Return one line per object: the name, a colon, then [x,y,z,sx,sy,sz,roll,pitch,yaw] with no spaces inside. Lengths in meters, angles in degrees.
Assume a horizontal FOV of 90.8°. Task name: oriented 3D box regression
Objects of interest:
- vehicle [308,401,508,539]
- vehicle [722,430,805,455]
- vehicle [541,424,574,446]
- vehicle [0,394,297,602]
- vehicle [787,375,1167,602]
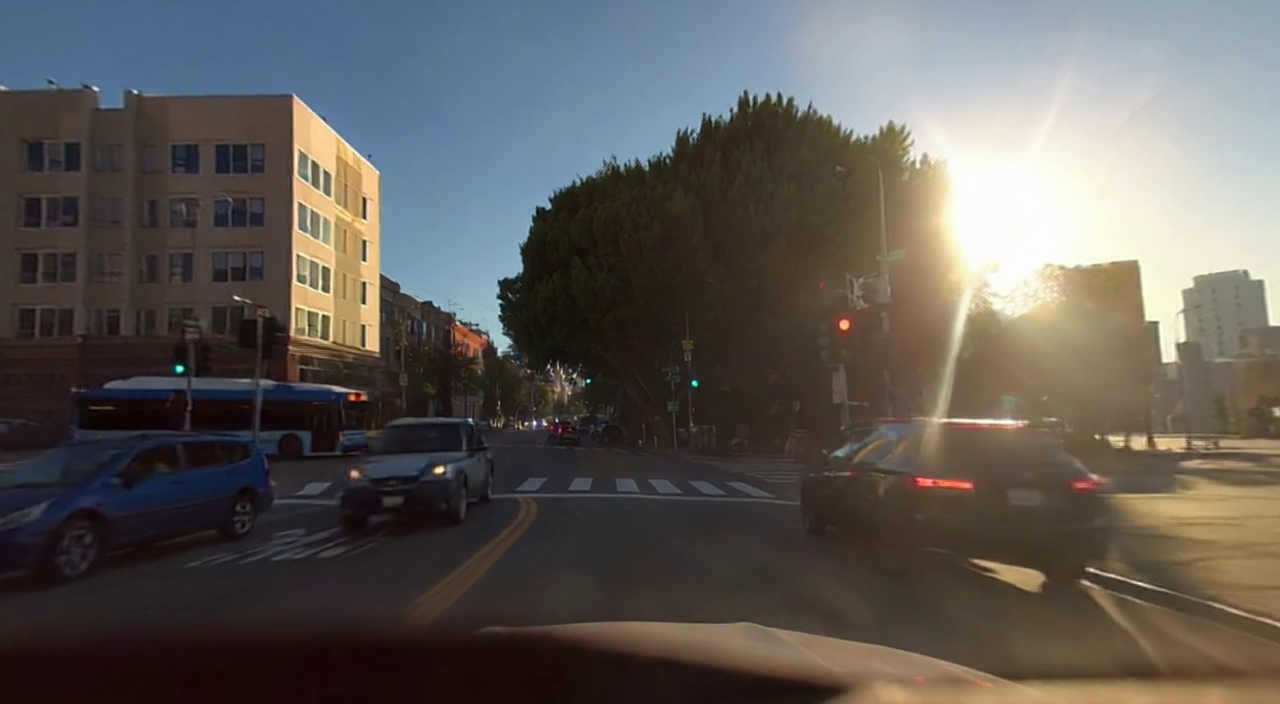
vehicle: [-3.610,1.923,10.955,2.148,1.818,4.791,1,-8,-7]
vehicle: [7.103,5.266,36.737,4.451,1.422,1.744,0,-8,0]
vehicle: [-5.951,6.066,45.958,1.799,1.468,3.693,0,-8,1]
vehicle: [-6.696,1.675,7.894,2.132,1.801,4.885,-3,-8,-1]
vehicle: [3.437,1.503,7.834,2.052,1.929,4.747,0,-8,0]
